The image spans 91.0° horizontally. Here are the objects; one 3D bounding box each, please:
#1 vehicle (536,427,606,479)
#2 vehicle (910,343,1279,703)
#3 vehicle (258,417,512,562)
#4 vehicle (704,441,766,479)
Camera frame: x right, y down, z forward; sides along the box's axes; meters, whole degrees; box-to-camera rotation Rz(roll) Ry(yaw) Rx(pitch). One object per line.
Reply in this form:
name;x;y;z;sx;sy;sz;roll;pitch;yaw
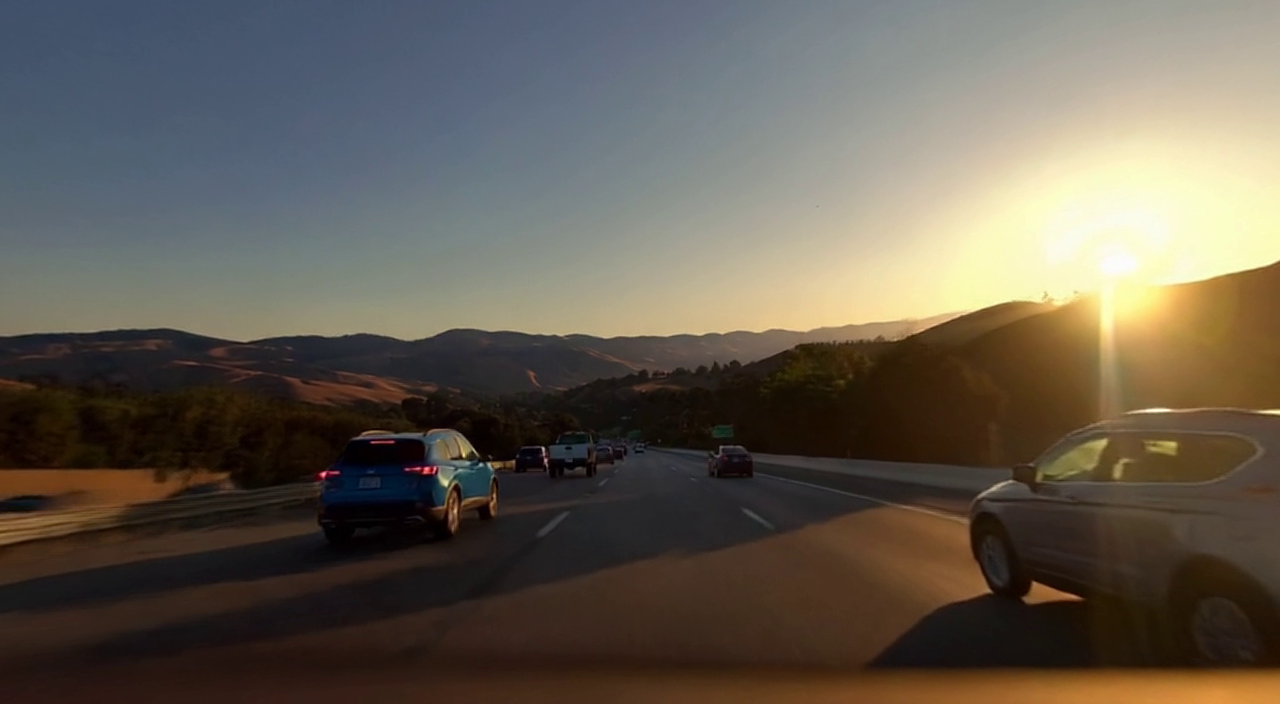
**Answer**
vehicle;-3.010;4.624;29.002;2.494;2.136;5.539;0;-8;1
vehicle;3.781;1.009;4.016;2.066;1.696;4.604;0;-8;0
vehicle;-3.480;1.951;9.675;2.080;1.716;4.207;0;-8;1
vehicle;4.202;4.878;28.707;2.071;1.570;4.637;0;-8;0
